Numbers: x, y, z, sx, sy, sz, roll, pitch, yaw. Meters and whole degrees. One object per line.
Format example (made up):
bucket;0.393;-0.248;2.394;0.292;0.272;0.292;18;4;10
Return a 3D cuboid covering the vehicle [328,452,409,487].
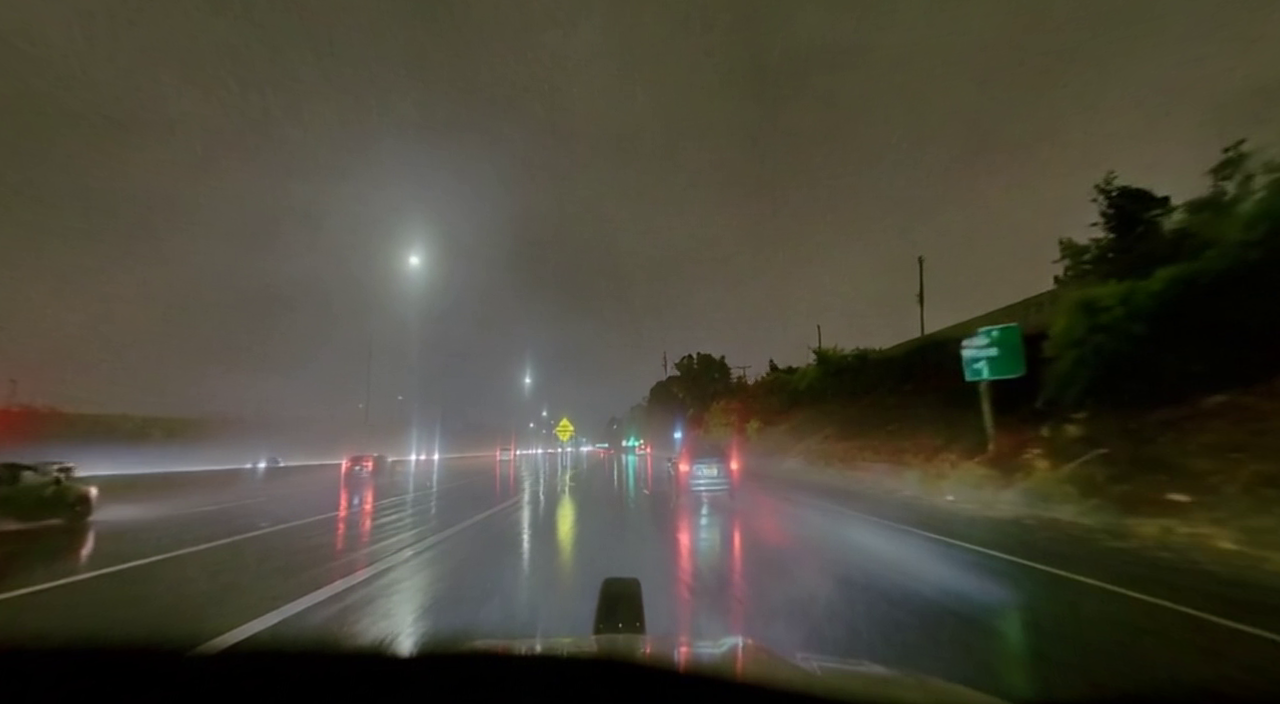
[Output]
vehicle;-13.286;5.750;31.166;2.072;1.545;4.687;1;-9;-3

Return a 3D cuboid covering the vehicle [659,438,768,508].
vehicle;1.700;3.026;16.215;2.079;1.535;4.316;1;-9;-3
